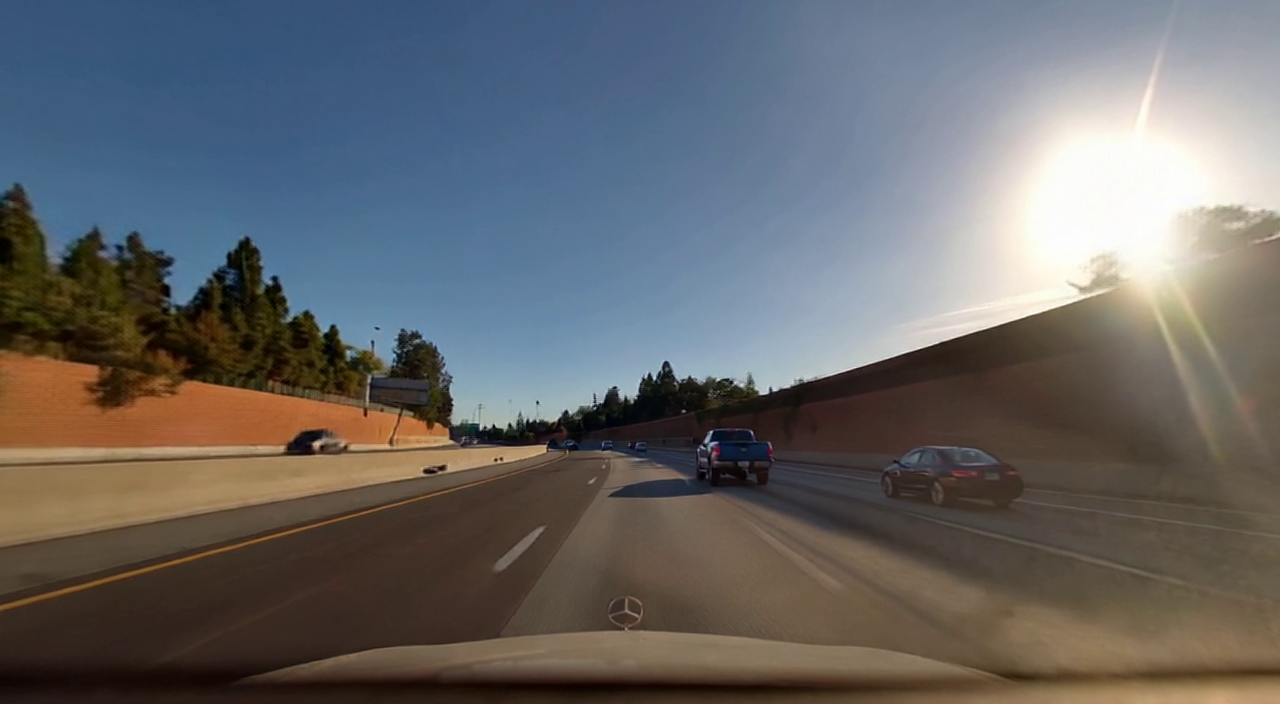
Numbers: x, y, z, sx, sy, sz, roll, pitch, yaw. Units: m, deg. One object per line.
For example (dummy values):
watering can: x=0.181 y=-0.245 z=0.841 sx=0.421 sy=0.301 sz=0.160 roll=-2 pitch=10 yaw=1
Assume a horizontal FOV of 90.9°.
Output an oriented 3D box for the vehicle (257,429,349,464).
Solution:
vehicle: x=-18.280 y=5.181 z=34.555 sx=2.300 sy=1.752 sz=5.188 roll=0 pitch=-8 yaw=-2

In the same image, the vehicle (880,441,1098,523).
vehicle: x=7.425 y=2.775 z=14.196 sx=1.976 sy=1.485 sz=4.925 roll=0 pitch=-8 yaw=-2

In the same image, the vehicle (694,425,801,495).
vehicle: x=3.312 y=3.484 z=20.809 sx=2.374 sy=1.952 sz=5.431 roll=0 pitch=-8 yaw=-2
